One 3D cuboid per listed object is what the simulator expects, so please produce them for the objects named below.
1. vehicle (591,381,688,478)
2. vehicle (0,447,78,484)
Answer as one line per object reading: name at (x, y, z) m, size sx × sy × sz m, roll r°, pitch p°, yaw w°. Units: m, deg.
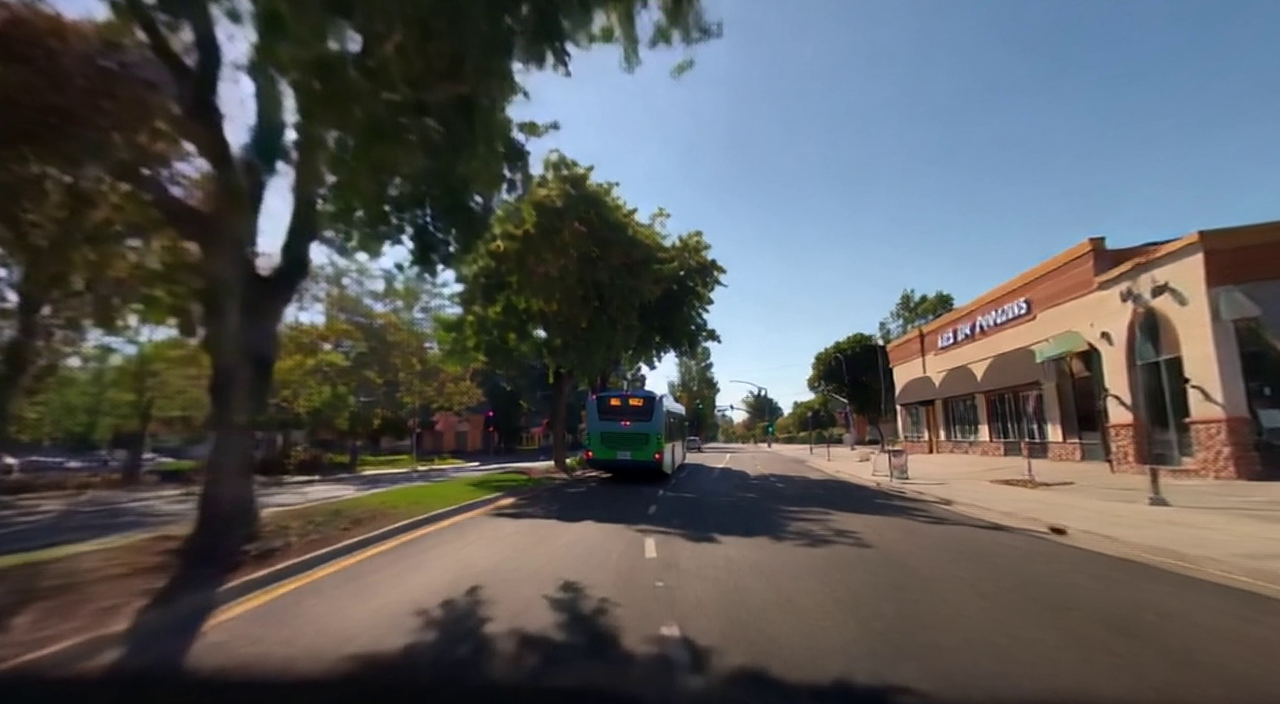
vehicle at (0.363, 3.603, 27.905) m, size 3.031 × 3.429 × 11.005 m, roll -1°, pitch -9°, yaw 6°
vehicle at (-28.602, 5.135, 28.320) m, size 1.798 × 1.484 × 4.546 m, roll -4°, pitch -8°, yaw 20°
